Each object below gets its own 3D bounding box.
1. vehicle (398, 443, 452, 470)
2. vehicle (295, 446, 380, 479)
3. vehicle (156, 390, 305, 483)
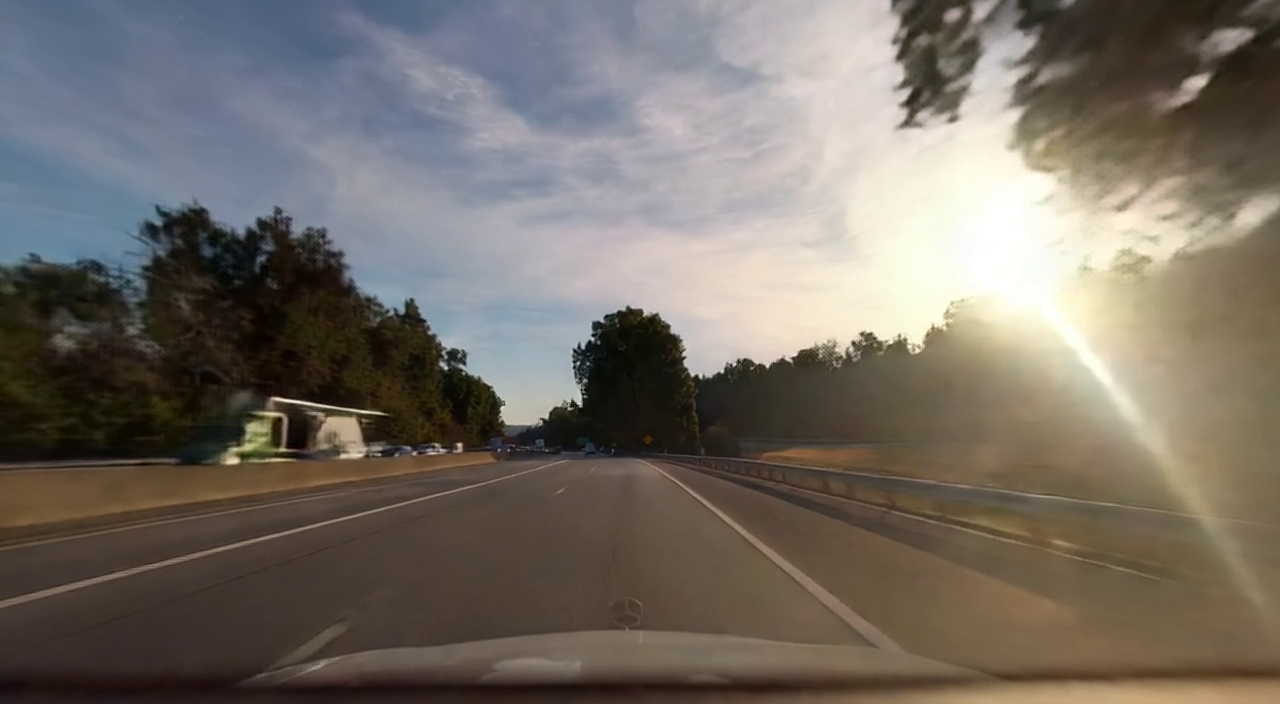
[{"bbox_3d":[-14.571,7.116,42.962,2.037,1.711,4.611,0,-9,1],"label":"vehicle"},{"bbox_3d":[-14.800,5.423,31.127,1.972,1.486,4.484,0,-9,0],"label":"vehicle"},{"bbox_3d":[-19.308,4.052,30.261,3.004,3.954,5.872,1,-8,0],"label":"vehicle"}]
